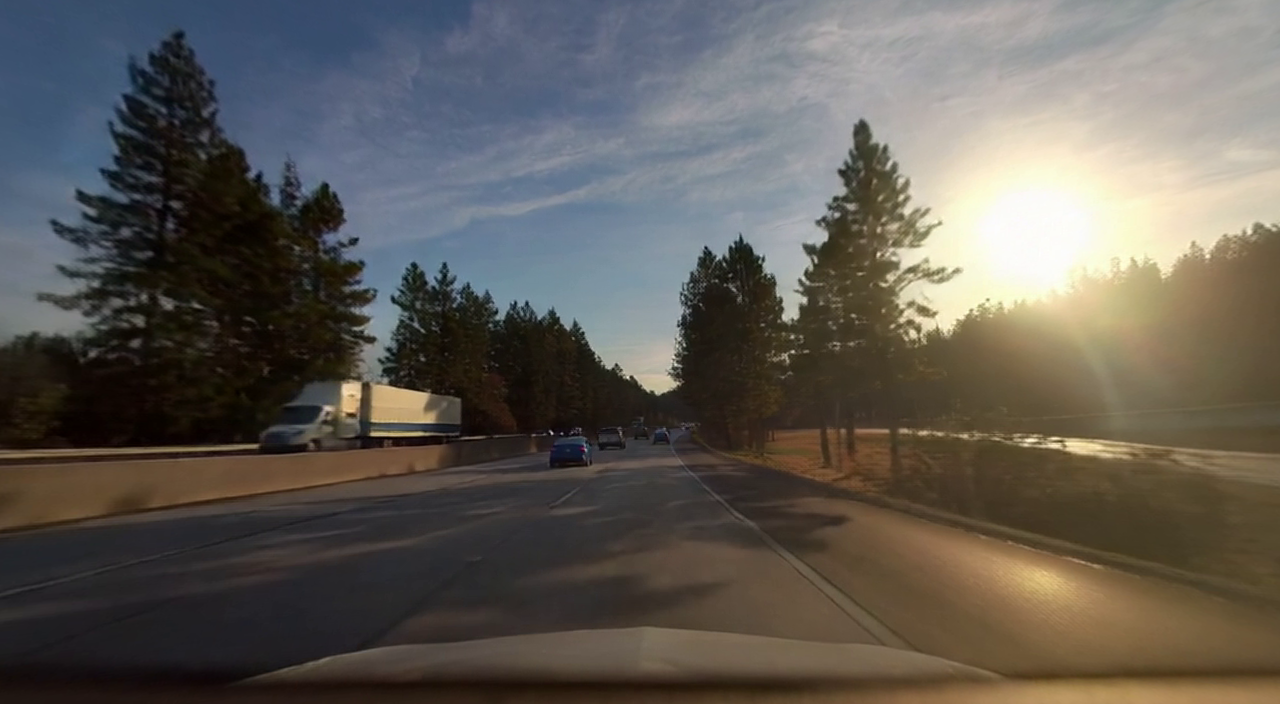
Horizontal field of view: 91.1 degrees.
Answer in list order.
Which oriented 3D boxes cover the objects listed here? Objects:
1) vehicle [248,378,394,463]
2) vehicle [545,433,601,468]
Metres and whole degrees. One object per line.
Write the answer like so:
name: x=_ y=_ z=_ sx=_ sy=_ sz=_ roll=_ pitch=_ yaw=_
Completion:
vehicle: x=-16.952 y=3.907 z=34.376 sx=3.145 sy=4.014 sz=8.683 roll=0 pitch=-8 yaw=2
vehicle: x=-3.147 y=4.771 z=30.535 sx=2.053 sy=1.589 sz=4.671 roll=0 pitch=-8 yaw=2
